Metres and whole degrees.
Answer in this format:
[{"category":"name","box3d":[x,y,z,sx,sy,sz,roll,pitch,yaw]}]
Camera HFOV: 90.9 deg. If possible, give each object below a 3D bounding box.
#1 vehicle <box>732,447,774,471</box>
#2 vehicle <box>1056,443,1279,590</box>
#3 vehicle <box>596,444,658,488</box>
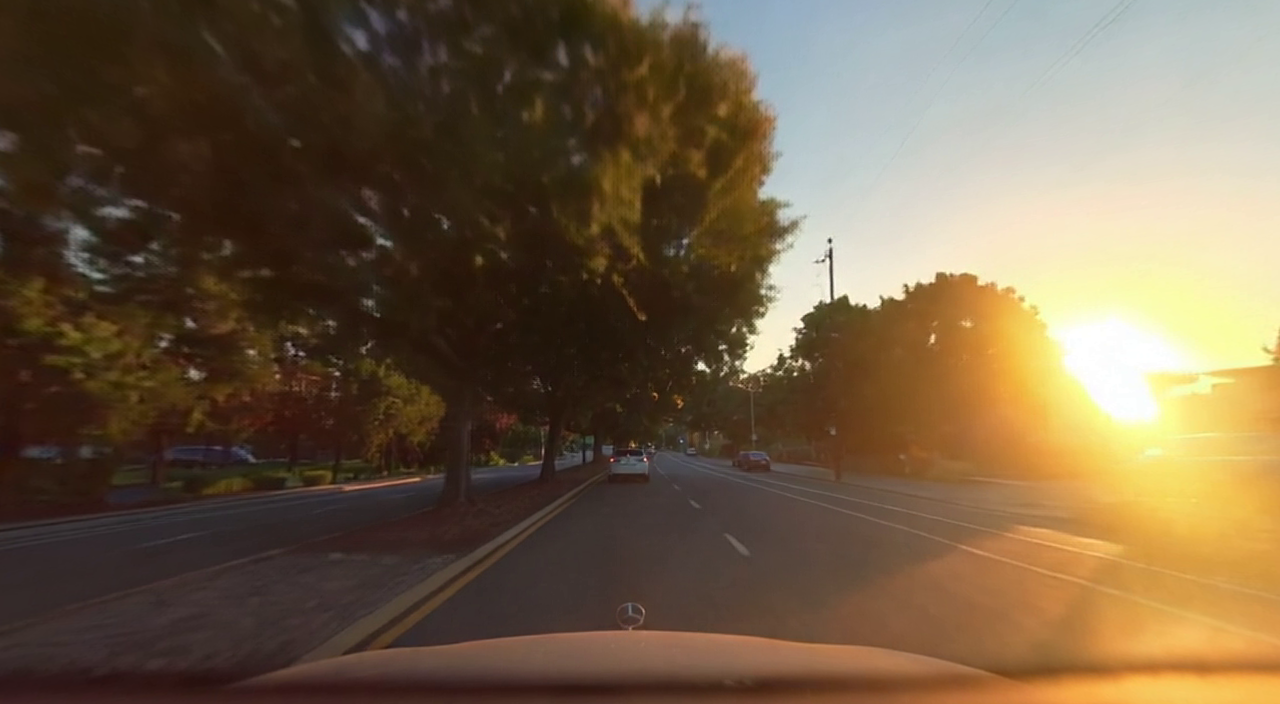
[{"category":"vehicle","box3d":[7.705,7.350,43.433,2.164,1.511,4.571,0,-8,1]},{"category":"vehicle","box3d":[7.506,1.796,7.262,2.131,1.474,4.752,0,-8,-1]},{"category":"vehicle","box3d":[-0.418,4.194,23.576,2.099,1.470,4.302,0,-8,0]}]
